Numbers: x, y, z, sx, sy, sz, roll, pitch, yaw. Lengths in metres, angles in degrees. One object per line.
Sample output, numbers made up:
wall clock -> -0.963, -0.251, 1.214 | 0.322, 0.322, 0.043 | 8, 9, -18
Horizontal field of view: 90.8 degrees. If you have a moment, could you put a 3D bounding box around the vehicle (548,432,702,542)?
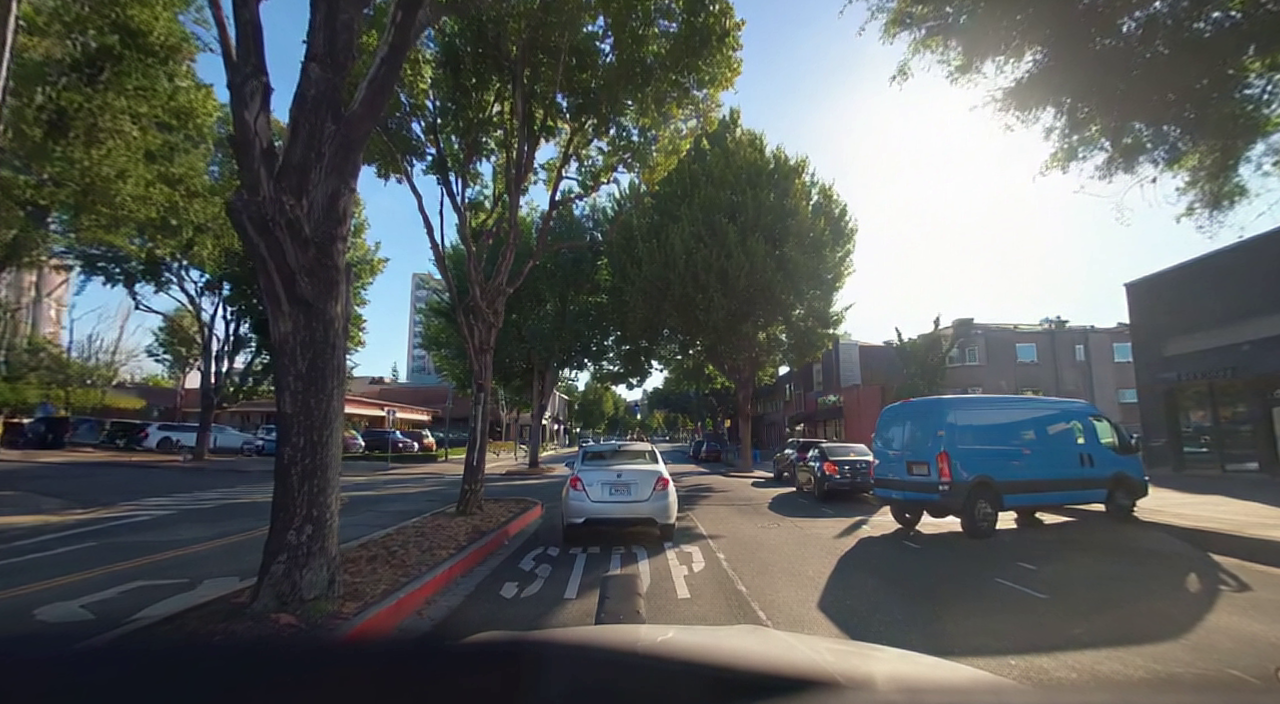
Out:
vehicle -> -0.298, 2.150, 10.792 | 2.065, 1.450, 4.522 | 0, -8, -3

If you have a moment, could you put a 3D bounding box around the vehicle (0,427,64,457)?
vehicle -> -31.812, 4.497, 31.515 | 4.168, 1.458, 1.904 | 0, -8, -2

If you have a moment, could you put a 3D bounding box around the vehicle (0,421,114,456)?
vehicle -> -31.834, 4.734, 34.350 | 4.438, 1.814, 2.044 | 0, -8, -2

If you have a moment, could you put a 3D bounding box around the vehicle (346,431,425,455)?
vehicle -> -18.435, 6.605, 45.915 | 4.892, 1.679, 1.927 | 1, -8, -7

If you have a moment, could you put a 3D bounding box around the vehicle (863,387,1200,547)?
vehicle -> 6.651, 1.861, 10.717 | 5.385, 2.146, 2.143 | 4, -9, -25

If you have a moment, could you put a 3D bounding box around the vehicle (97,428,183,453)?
vehicle -> -31.794, 5.640, 40.259 | 3.915, 1.574, 1.850 | 0, -8, 3
